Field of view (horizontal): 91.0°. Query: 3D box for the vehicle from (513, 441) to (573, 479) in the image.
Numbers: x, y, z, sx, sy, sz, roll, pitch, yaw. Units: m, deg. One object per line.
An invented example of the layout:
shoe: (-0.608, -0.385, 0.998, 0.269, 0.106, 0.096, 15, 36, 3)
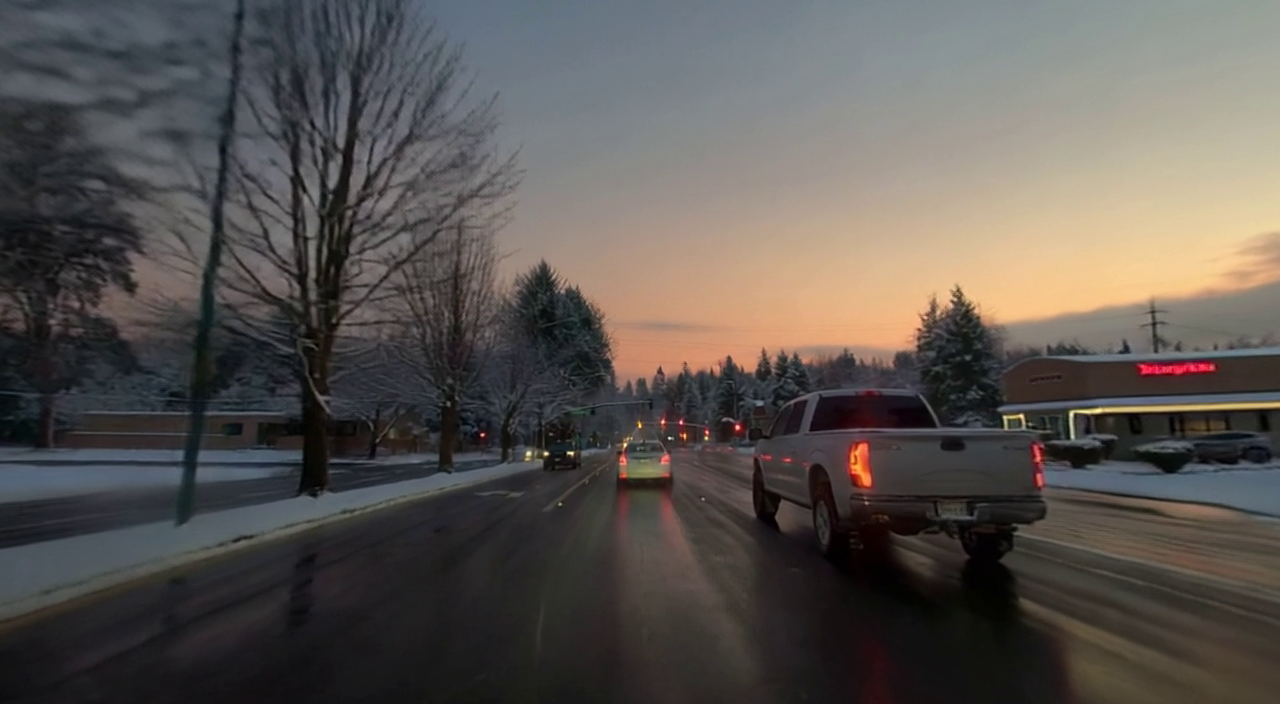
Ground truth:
vehicle: (-4.057, 4.603, 27.021, 1.960, 1.475, 4.161, 0, -8, 0)

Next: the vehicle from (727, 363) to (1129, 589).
vehicle: (3.125, 1.606, 8.993, 2.731, 2.101, 6.047, 0, -8, -2)

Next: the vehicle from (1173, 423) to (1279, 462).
vehicle: (28.851, 4.395, 30.584, 3.992, 1.669, 1.803, -3, -9, 4)

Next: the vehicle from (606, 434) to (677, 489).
vehicle: (-0.001, 3.605, 21.058, 2.145, 1.650, 4.021, 0, -8, -2)

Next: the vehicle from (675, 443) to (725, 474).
vehicle: (2.943, 5.323, 31.733, 1.970, 1.464, 4.249, 0, -9, -2)
